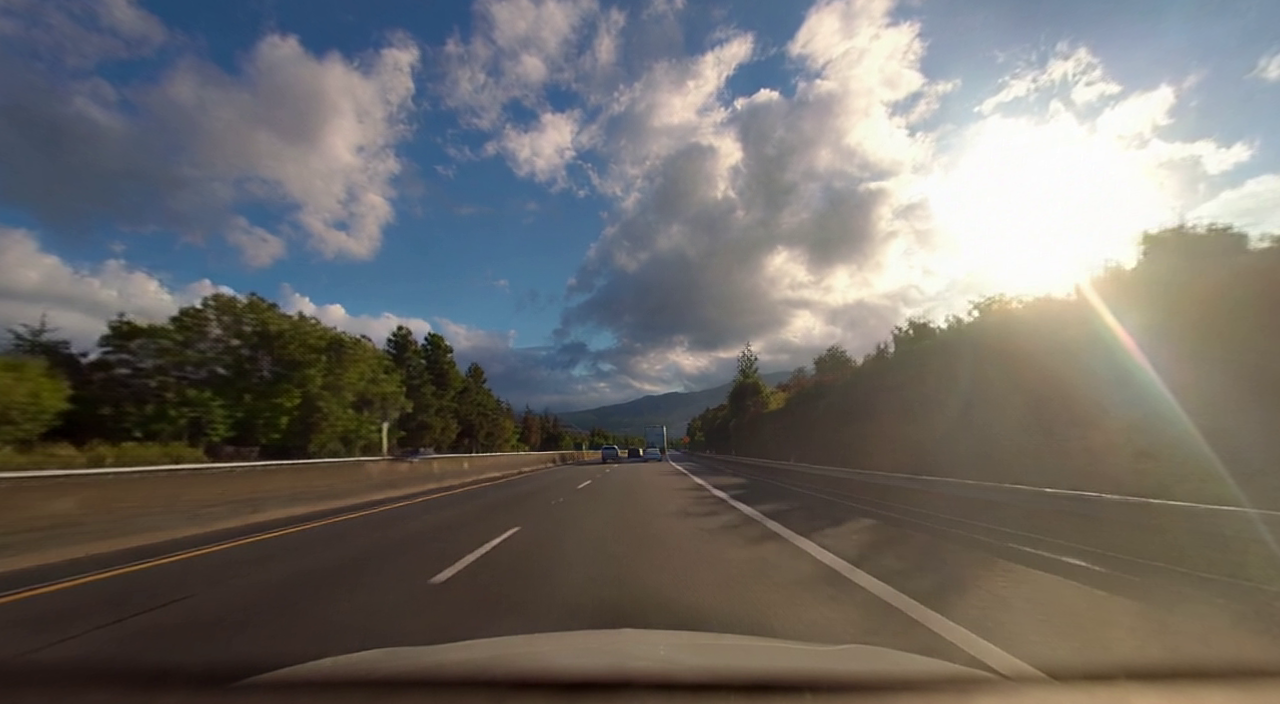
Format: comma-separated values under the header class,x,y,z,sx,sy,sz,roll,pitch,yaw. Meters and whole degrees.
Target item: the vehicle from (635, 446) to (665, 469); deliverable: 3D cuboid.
class,x,y,z,sx,sy,sz,roll,pitch,yaw
vehicle,0.676,7.163,42.785,1.934,1.488,3.832,0,-9,1
